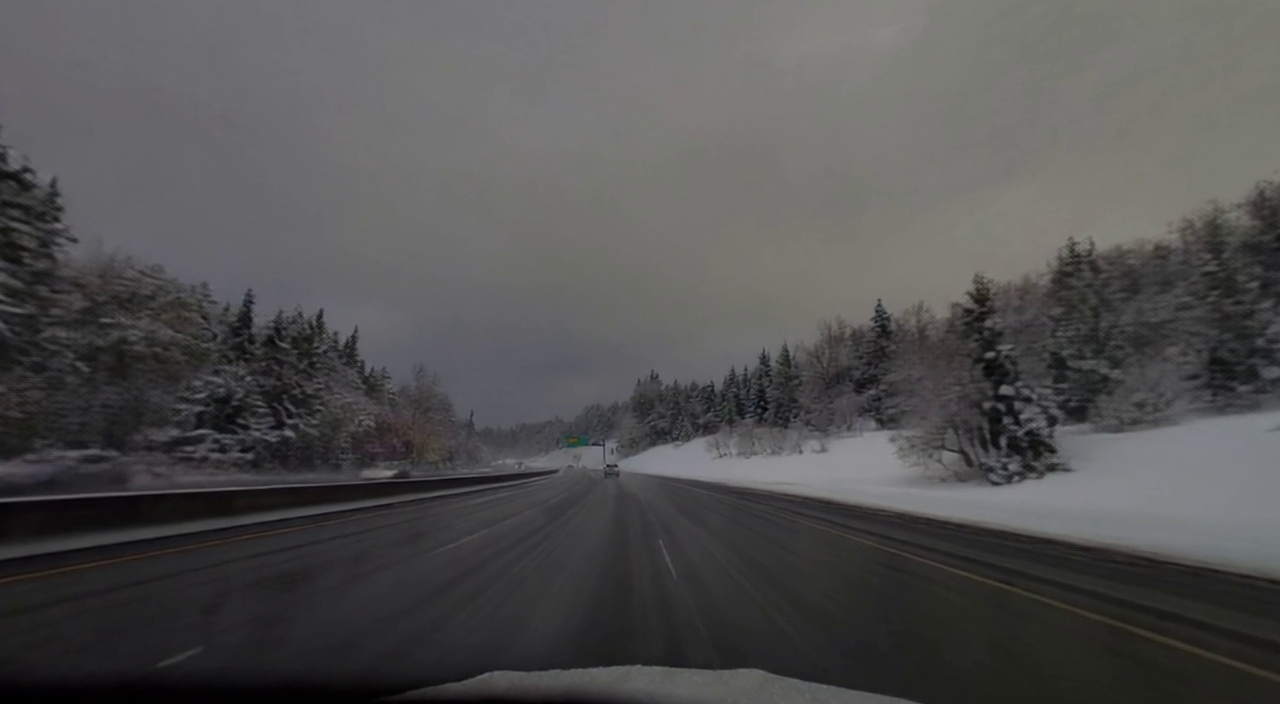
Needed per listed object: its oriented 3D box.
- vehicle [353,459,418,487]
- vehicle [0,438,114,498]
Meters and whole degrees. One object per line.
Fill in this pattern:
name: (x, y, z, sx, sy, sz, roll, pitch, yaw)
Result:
vehicle: (-14.168, 6.768, 35.349, 1.927, 1.400, 4.347, 1, -11, -1)
vehicle: (-18.199, 3.380, 18.391, 1.874, 1.601, 4.334, 1, -11, 0)
